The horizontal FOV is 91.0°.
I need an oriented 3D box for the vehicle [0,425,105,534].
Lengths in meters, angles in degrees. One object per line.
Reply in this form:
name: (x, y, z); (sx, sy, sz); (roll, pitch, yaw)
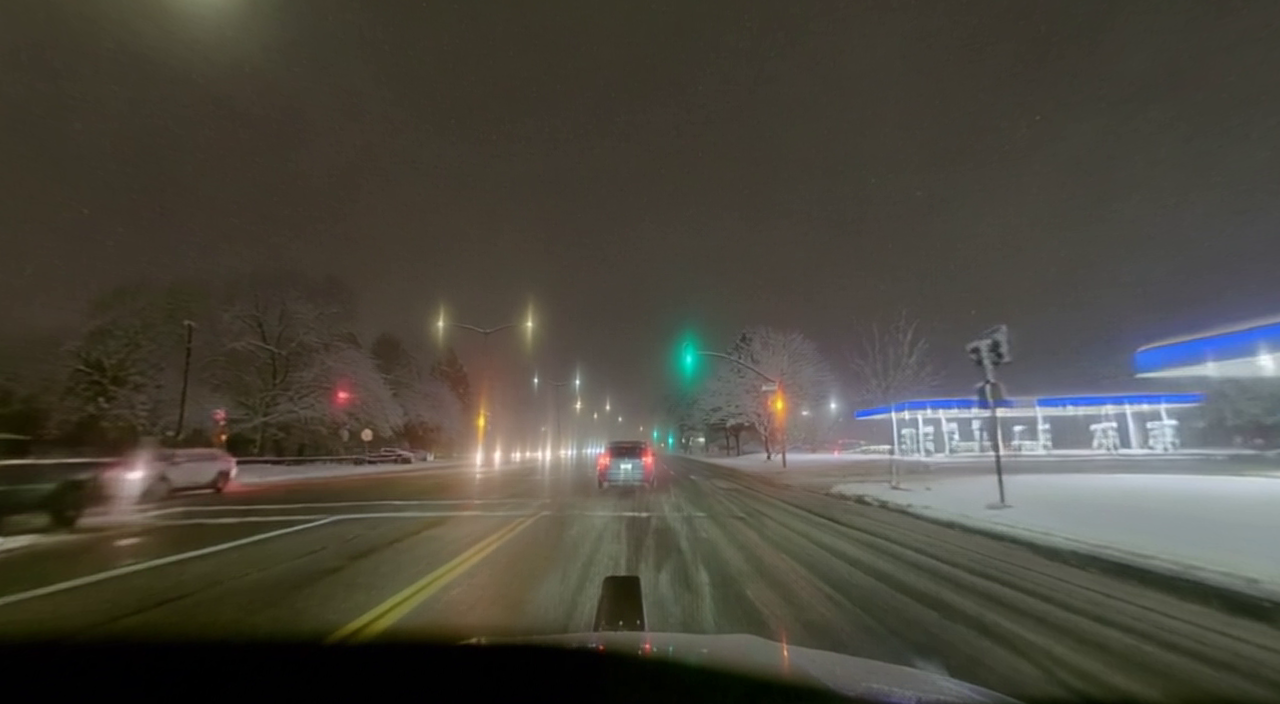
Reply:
vehicle: (-12.695, 2.256, 11.055); (2.161, 1.950, 4.962); (0, -8, 0)

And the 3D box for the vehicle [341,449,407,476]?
vehicle: (-16.050, 6.662, 38.284); (1.920, 1.481, 4.660); (0, -9, 1)

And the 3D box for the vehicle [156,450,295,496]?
vehicle: (-15.601, 4.546, 24.078); (1.960, 1.508, 4.794); (0, -9, 1)

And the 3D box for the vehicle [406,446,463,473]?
vehicle: (-12.690, 6.650, 39.123); (1.989, 1.539, 4.413); (0, -9, 1)

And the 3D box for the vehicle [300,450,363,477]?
vehicle: (-19.113, 6.893, 39.184); (1.860, 1.511, 4.125); (1, -9, -1)

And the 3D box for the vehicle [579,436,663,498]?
vehicle: (-0.461, 3.163, 17.724); (2.062, 1.519, 4.214); (0, -8, 0)
